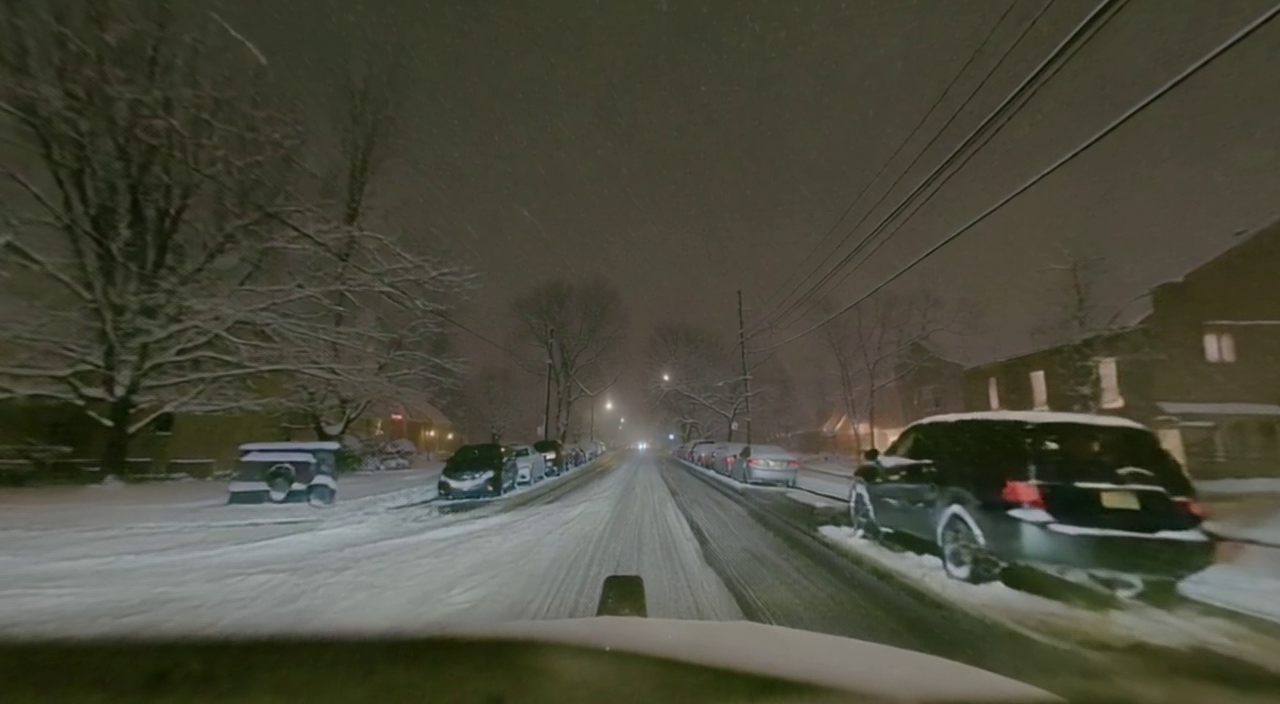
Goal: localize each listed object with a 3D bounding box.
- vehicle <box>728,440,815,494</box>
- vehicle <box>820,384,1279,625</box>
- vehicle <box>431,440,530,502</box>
[{"bbox_3d":[4.119,3.665,20.452,1.862,1.525,4.421,0,-8,0],"label":"vehicle"},{"bbox_3d":[4.086,1.579,7.611,2.215,1.897,5.131,0,-8,0],"label":"vehicle"},{"bbox_3d":[-4.462,3.363,18.258,1.870,1.562,4.212,0,-8,-2],"label":"vehicle"}]
